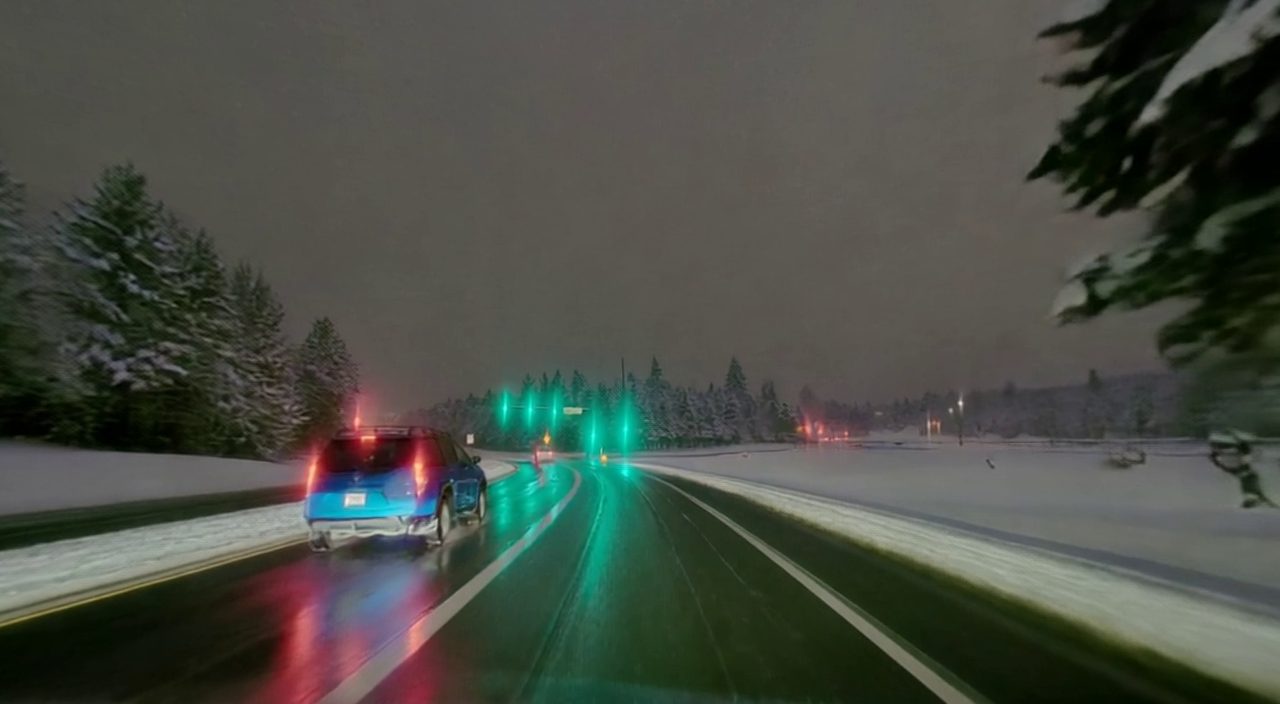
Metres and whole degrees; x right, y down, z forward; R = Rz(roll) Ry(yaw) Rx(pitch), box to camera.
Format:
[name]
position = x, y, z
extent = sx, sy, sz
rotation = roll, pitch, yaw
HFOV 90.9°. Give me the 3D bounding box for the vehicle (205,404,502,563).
[vehicle]
position = -3.919, 1.915, 9.966
extent = 2.336, 1.857, 4.986
rotation = 0, -8, 0
